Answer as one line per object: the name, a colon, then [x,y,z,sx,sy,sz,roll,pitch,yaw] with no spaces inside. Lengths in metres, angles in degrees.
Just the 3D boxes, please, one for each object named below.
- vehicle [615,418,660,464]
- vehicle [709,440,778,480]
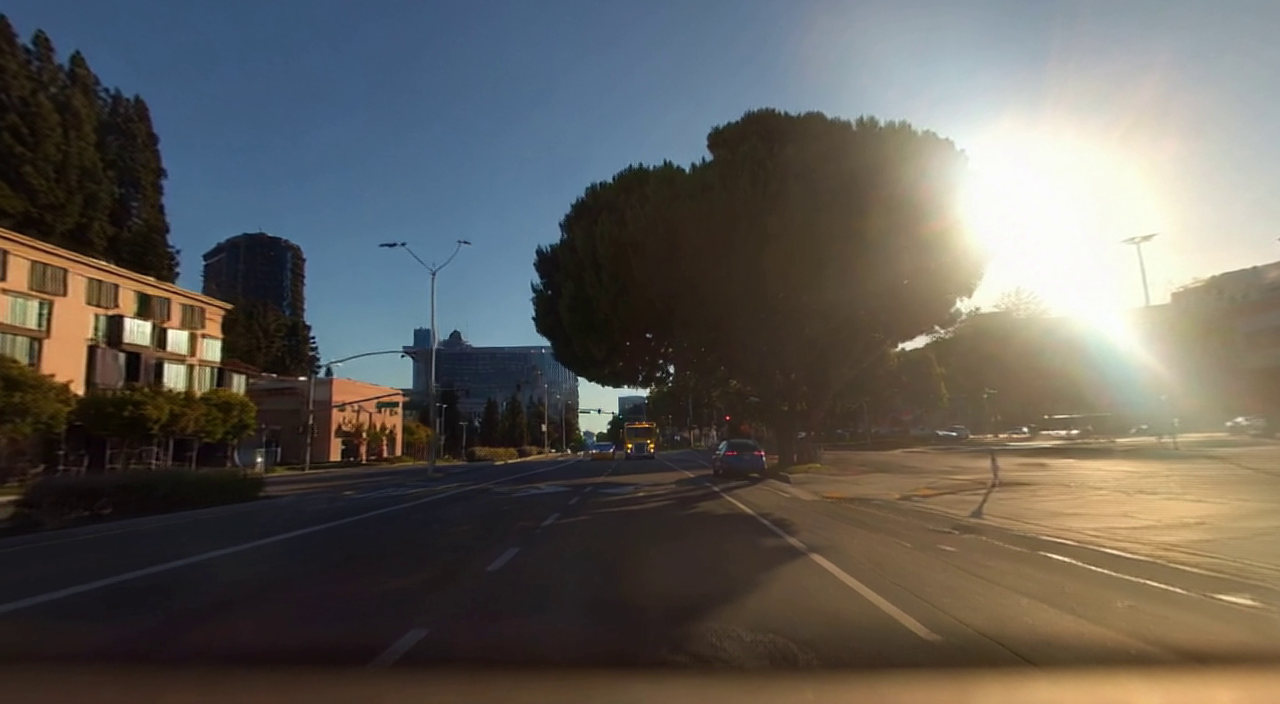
vehicle: [-0.134,6.143,43.401,2.833,2.879,6.572,0,-8,0]
vehicle: [4.122,4.385,25.933,2.005,1.442,4.675,0,-8,-1]
